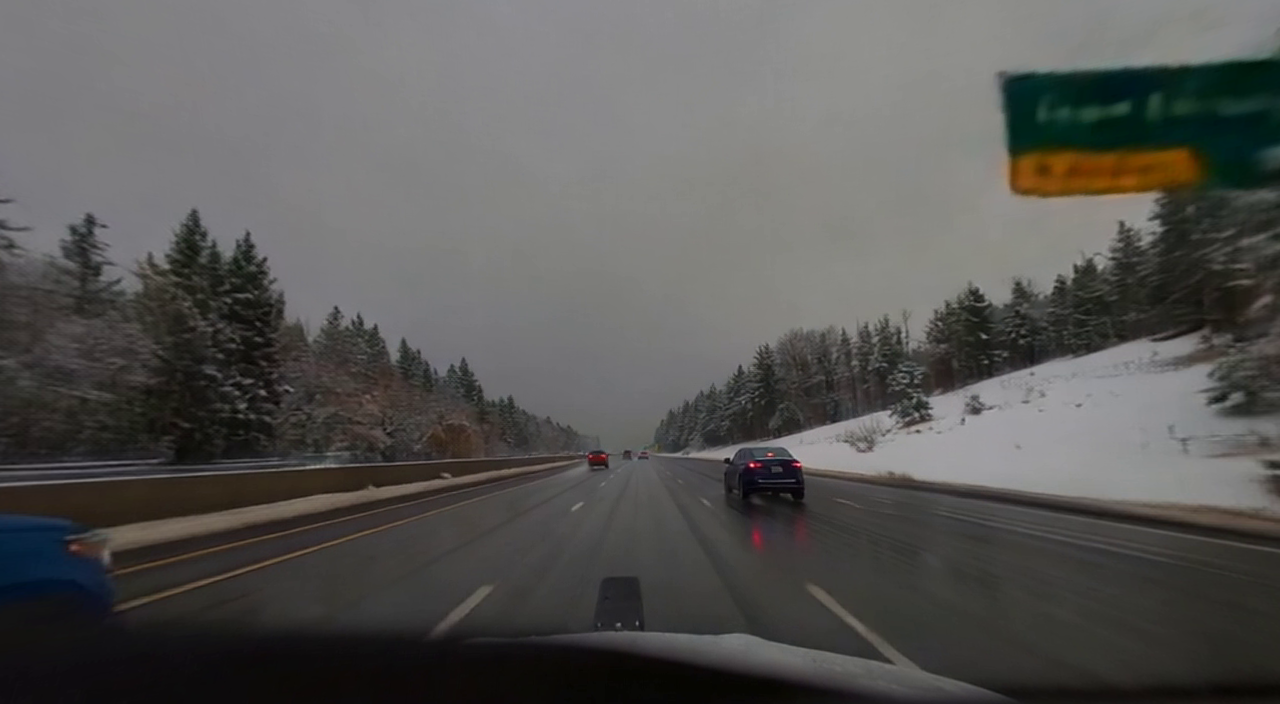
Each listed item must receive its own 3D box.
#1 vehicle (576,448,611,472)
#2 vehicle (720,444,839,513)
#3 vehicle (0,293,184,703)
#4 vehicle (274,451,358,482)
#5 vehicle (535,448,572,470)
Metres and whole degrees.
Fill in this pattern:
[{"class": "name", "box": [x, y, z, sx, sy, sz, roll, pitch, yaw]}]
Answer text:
[{"class": "vehicle", "box": [-3.079, 7.302, 42.781, 2.030, 1.563, 4.389, 0, -9, 0]}, {"class": "vehicle", "box": [3.311, 3.080, 15.831, 1.979, 1.486, 4.125, 0, -9, -1]}, {"class": "vehicle", "box": [-3.166, 0.470, 0.562, 2.137, 1.756, 4.453, 0, -9, 0]}, {"class": "vehicle", "box": [-19.618, 6.897, 38.420, 2.302, 1.712, 5.012, 0, -9, 2]}, {"class": "vehicle", "box": [-6.598, 8.198, 48.567, 2.107, 1.541, 4.713, 0, -9, 0]}]
